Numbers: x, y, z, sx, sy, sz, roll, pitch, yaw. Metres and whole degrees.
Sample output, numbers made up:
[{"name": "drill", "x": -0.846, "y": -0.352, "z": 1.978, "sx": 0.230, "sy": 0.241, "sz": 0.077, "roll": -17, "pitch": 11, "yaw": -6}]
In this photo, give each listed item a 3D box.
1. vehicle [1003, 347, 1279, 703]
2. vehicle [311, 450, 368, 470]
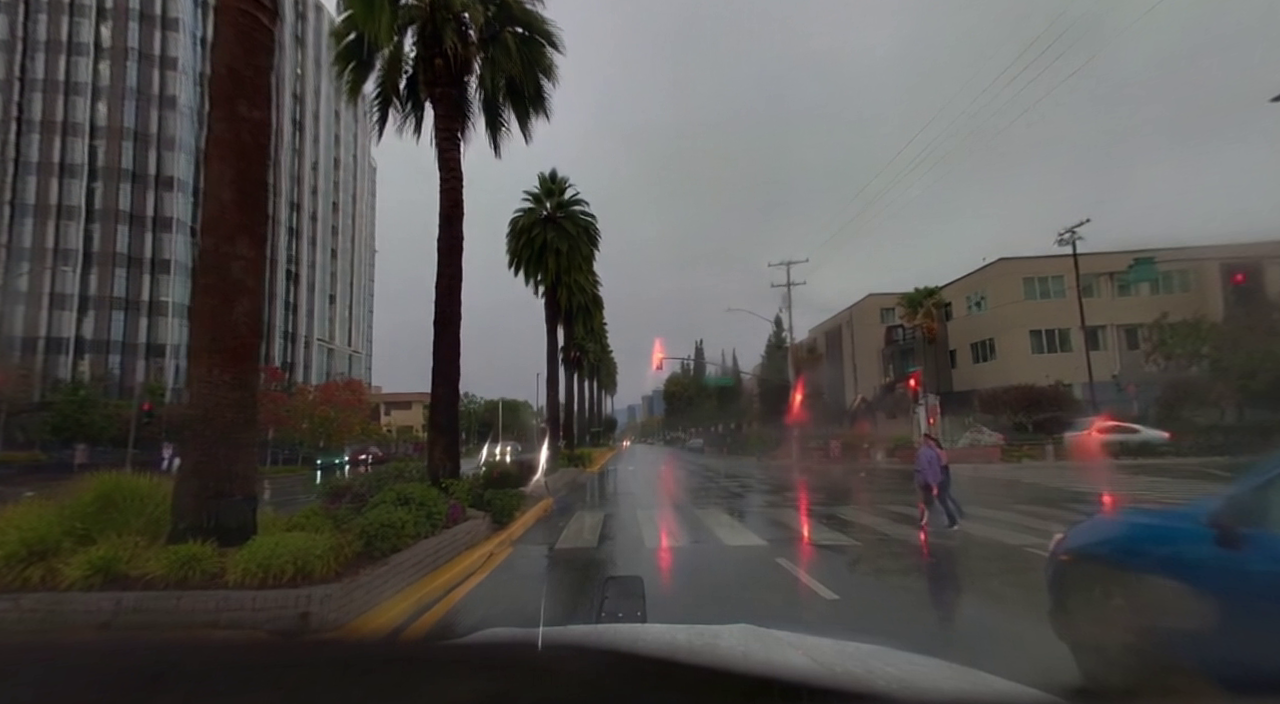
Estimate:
[{"name": "vehicle", "x": 3.332, "y": 0.732, "z": 1.807, "sx": 2.060, "sy": 1.631, "sz": 4.169, "roll": 0, "pitch": -8, "yaw": 0}, {"name": "vehicle", "x": -23.646, "y": 8.486, "z": 49.922, "sx": 1.955, "sy": 1.480, "sz": 5.163, "roll": 0, "pitch": -9, "yaw": 1}]
